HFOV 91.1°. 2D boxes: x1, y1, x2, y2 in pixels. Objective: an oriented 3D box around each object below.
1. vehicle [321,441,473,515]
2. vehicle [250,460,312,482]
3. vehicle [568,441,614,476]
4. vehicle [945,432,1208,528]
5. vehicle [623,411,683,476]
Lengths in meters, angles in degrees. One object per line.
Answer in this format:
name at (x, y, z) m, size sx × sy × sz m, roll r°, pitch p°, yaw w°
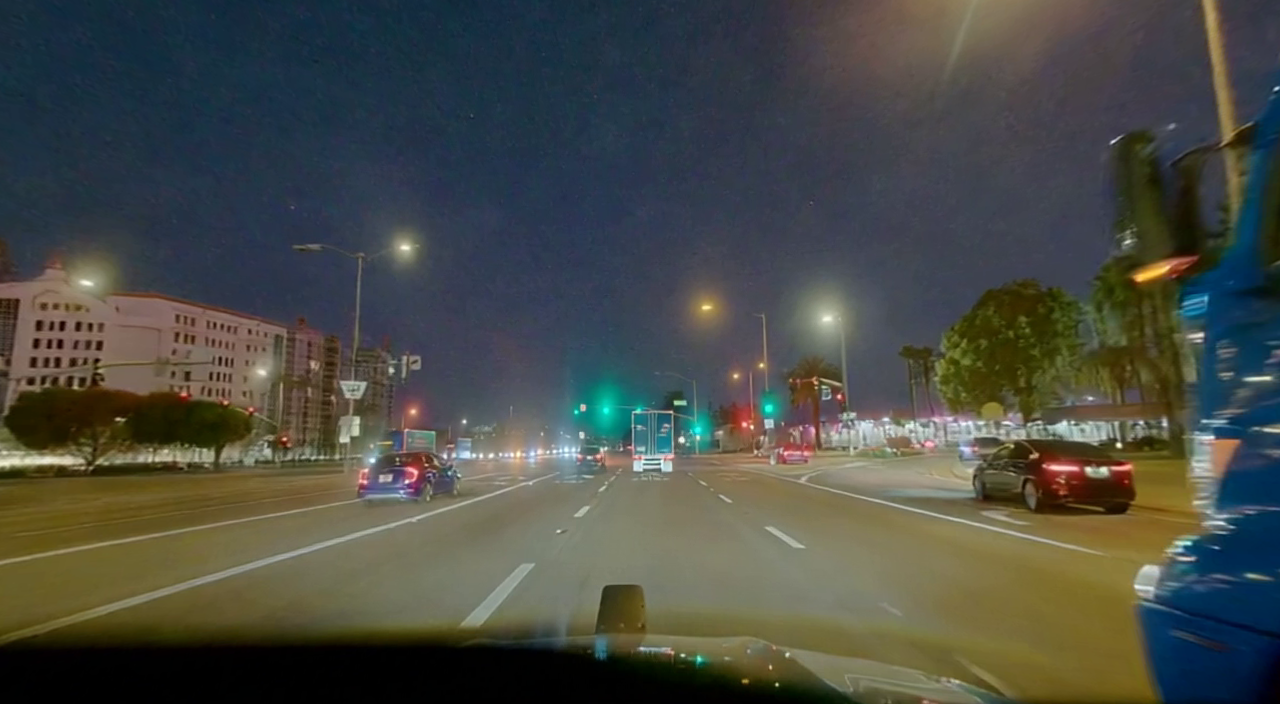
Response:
vehicle at (-6.042, 3.159, 16.362) m, size 2.045 × 1.630 × 4.680 m, roll 0°, pitch -9°, yaw 1°
vehicle at (-27.607, 9.178, 48.441) m, size 1.969 × 1.487 × 4.512 m, roll 0°, pitch -9°, yaw 2°
vehicle at (-2.692, 6.011, 35.703) m, size 2.178 × 1.826 × 4.933 m, roll 0°, pitch -9°, yaw 1°
vehicle at (7.989, 2.358, 12.201) m, size 1.961 × 1.502 × 4.541 m, roll 0°, pitch -9°, yaw 2°
vehicle at (0.716, 5.056, 34.713) m, size 2.993 × 3.235 × 6.692 m, roll 0°, pitch -9°, yaw 1°
